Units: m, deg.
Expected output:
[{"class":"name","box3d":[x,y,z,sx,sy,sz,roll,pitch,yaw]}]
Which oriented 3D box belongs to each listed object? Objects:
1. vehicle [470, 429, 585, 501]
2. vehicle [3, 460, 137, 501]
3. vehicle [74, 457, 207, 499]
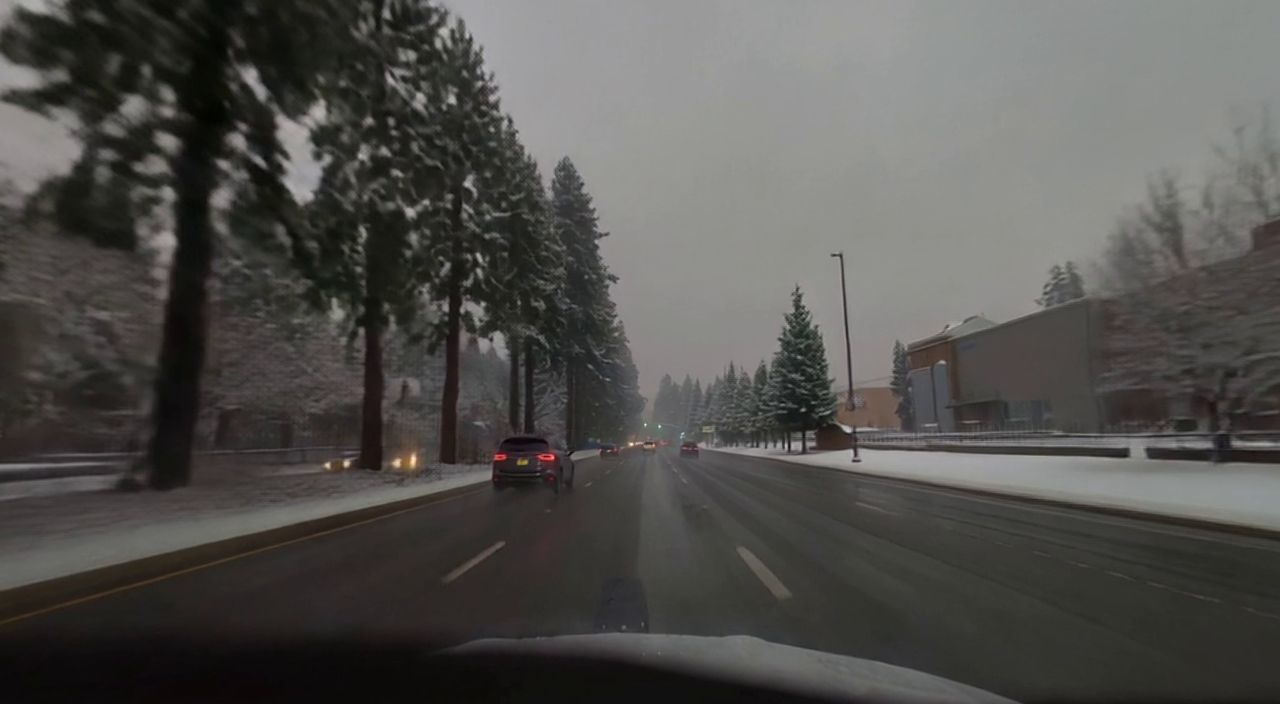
[{"class":"vehicle","box3d":[-2.814,2.972,17.001,2.121,1.656,4.559,0,-8,2]},{"class":"vehicle","box3d":[-24.508,5.524,27.343,1.825,1.498,4.308,0,-8,-1]},{"class":"vehicle","box3d":[-20.725,5.230,26.459,1.817,1.495,4.540,0,-8,1]}]
